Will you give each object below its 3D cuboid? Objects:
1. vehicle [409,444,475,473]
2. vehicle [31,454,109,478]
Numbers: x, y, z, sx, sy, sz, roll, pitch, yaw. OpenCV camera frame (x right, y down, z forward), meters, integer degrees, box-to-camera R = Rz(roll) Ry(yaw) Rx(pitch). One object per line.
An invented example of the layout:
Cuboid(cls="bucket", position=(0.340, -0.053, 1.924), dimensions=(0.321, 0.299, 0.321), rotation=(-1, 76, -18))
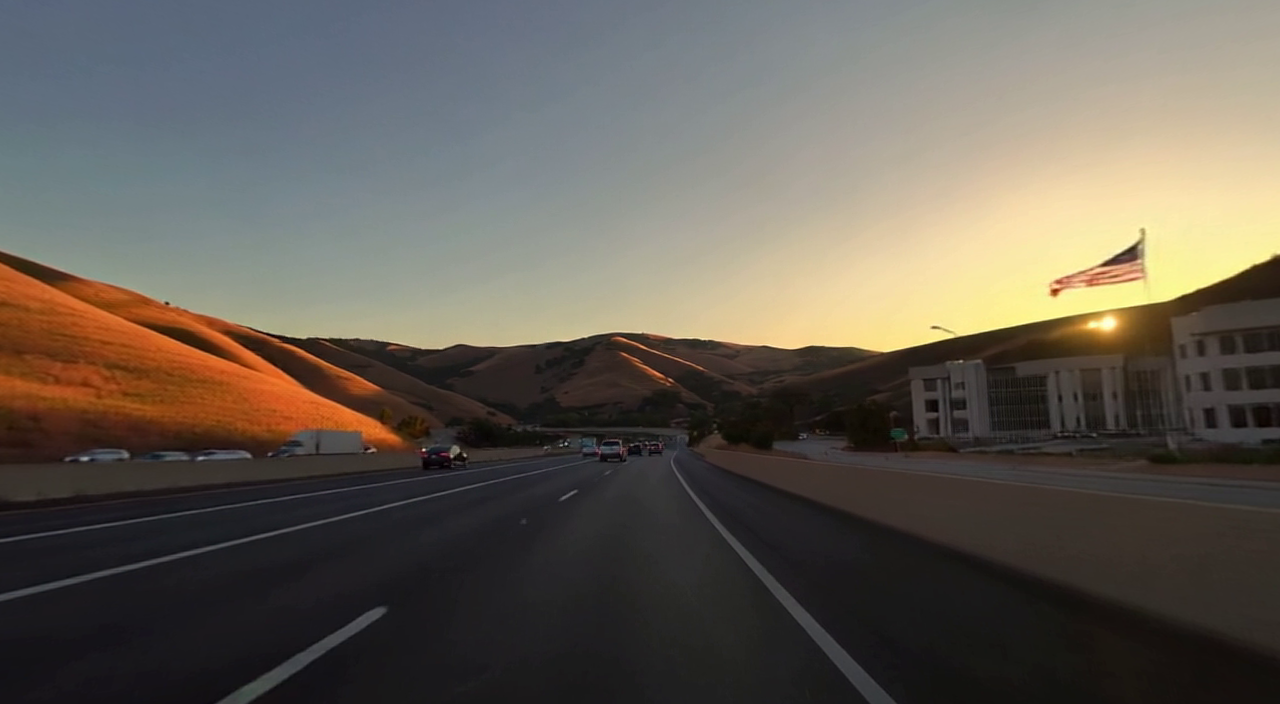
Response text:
Cuboid(cls="vehicle", position=(-10.517, 5.682, 33.853), dimensions=(1.927, 1.454, 4.395), rotation=(-1, -8, 3))
Cuboid(cls="vehicle", position=(-37.784, 7.557, 41.897), dimensions=(1.607, 1.413, 3.677), rotation=(-1, -8, 3))
